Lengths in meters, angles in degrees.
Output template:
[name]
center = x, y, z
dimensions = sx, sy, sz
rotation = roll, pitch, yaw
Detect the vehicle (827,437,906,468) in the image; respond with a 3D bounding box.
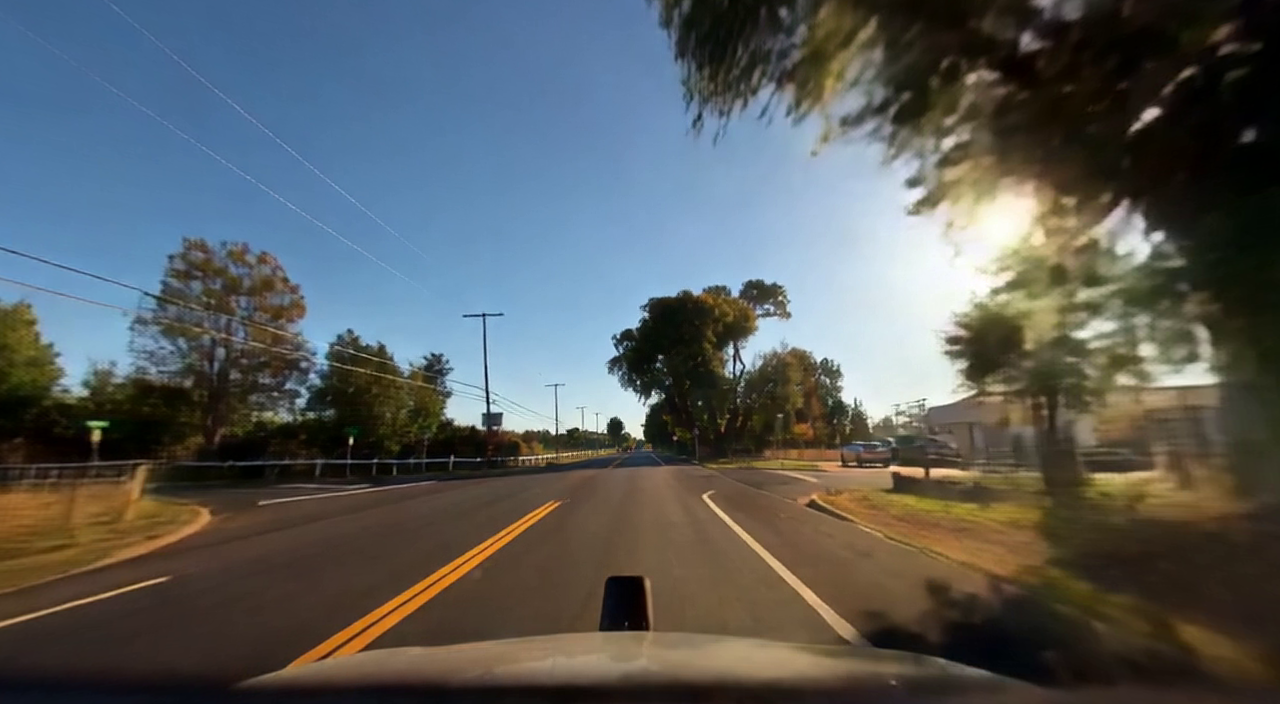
[vehicle]
center = 14.520, 6.466, 40.805
dimensions = 2.037, 1.829, 4.919
rotation = 3, -9, -21
